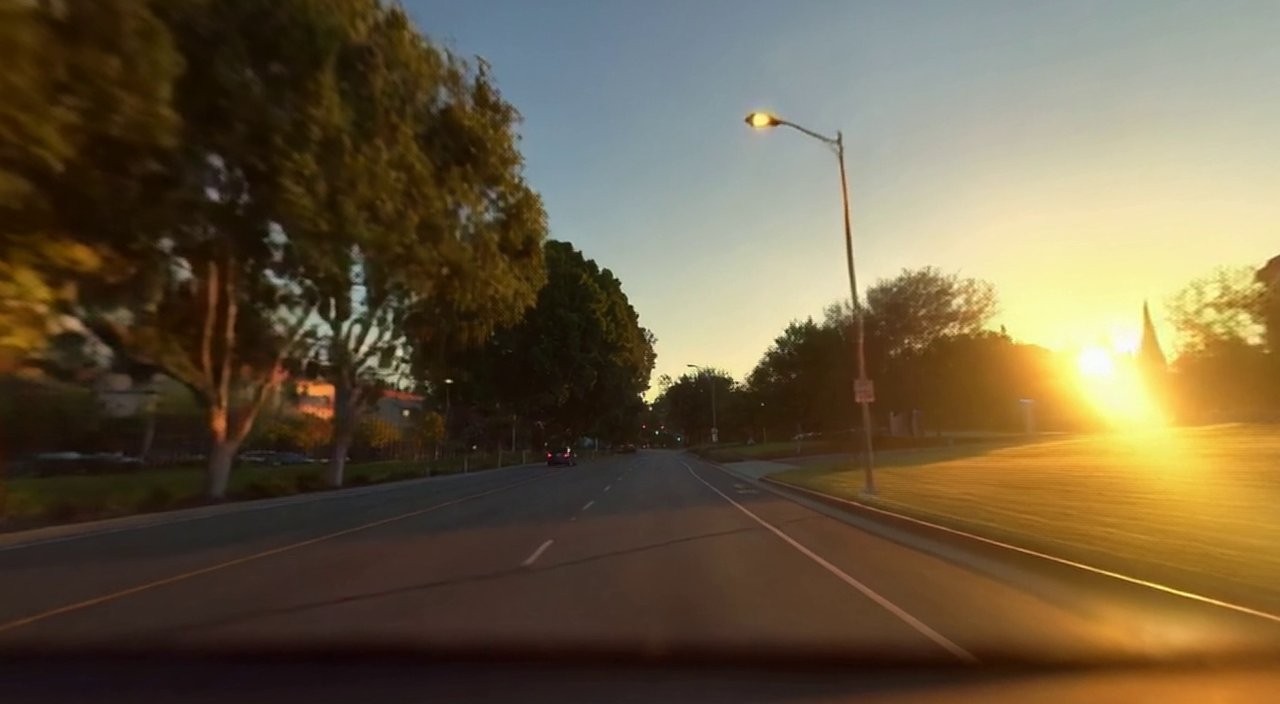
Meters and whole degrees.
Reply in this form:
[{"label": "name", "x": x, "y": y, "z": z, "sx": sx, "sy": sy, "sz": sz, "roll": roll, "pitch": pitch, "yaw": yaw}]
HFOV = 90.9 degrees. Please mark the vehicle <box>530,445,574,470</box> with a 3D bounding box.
[{"label": "vehicle", "x": -5.458, "y": 6.607, "z": 39.753, "sx": 1.945, "sy": 1.461, "sz": 4.605, "roll": -1, "pitch": -8, "yaw": 3}]
